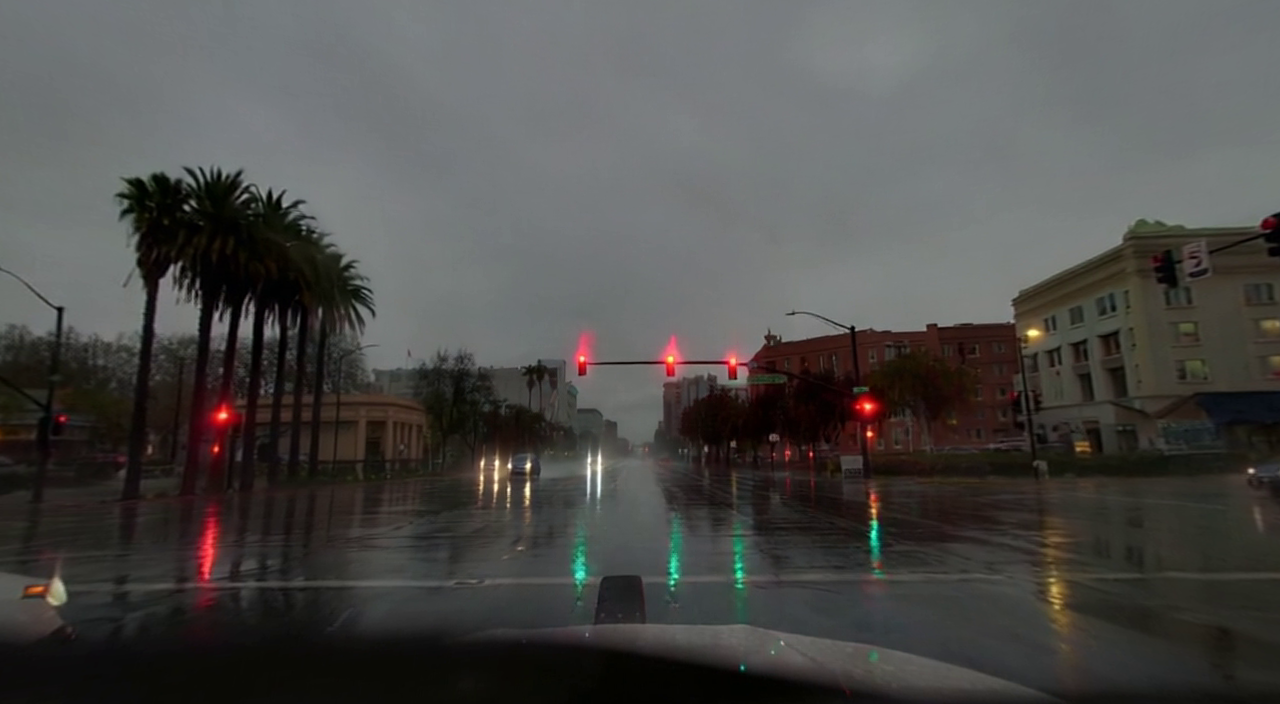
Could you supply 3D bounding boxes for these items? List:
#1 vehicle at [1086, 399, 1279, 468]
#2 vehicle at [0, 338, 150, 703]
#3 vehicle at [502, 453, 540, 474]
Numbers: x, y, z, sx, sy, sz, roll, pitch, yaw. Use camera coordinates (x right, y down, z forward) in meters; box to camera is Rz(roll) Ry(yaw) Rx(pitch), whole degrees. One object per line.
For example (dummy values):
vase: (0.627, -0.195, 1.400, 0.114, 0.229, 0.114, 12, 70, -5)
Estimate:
vehicle: (32.565, 5.026, 38.406, 2.863, 3.609, 10.252, 0, -9, -3)
vehicle: (-3.390, 0.547, 0.641, 2.026, 1.723, 4.832, 0, -9, -2)
vehicle: (-9.147, 8.623, 48.985, 2.095, 1.482, 4.523, 0, -9, 0)
